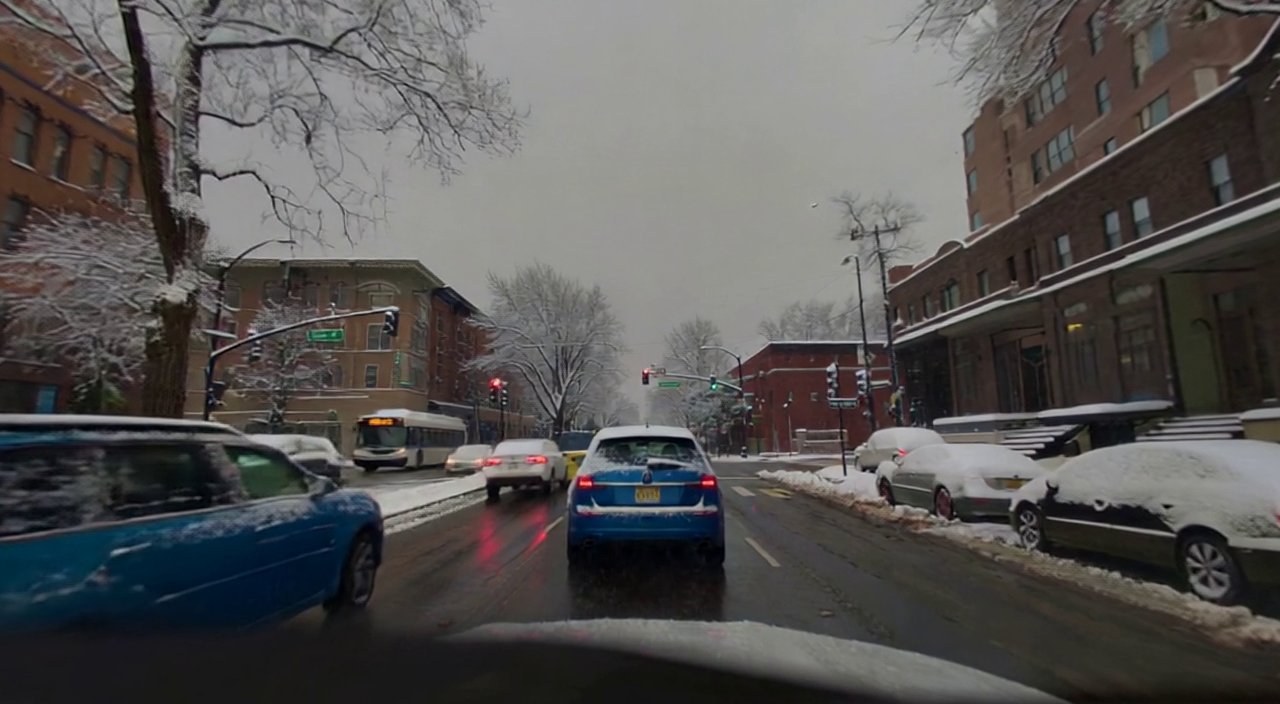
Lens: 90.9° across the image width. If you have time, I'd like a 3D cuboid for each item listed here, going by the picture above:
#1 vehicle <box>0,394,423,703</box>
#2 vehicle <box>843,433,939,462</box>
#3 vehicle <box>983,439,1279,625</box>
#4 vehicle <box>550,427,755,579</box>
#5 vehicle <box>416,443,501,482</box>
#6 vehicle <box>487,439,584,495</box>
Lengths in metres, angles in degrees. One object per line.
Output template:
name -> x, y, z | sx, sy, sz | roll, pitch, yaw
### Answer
vehicle -> -3.103, 1.164, 3.849 | 1.970, 1.492, 4.534 | 0, -9, 0
vehicle -> 16.418, 6.266, 41.512 | 5.345, 1.811, 2.175 | 0, -9, -1
vehicle -> 5.991, 1.709, 6.905 | 1.873, 1.453, 4.579 | 0, -9, 0
vehicle -> 0.097, 1.764, 8.074 | 2.022, 1.481, 3.564 | 0, -9, -1
vehicle -> -6.968, 4.268, 24.638 | 1.964, 1.341, 4.149 | -1, -9, 2
vehicle -> -3.010, 3.407, 19.076 | 2.131, 1.486, 4.089 | 0, -9, 1
